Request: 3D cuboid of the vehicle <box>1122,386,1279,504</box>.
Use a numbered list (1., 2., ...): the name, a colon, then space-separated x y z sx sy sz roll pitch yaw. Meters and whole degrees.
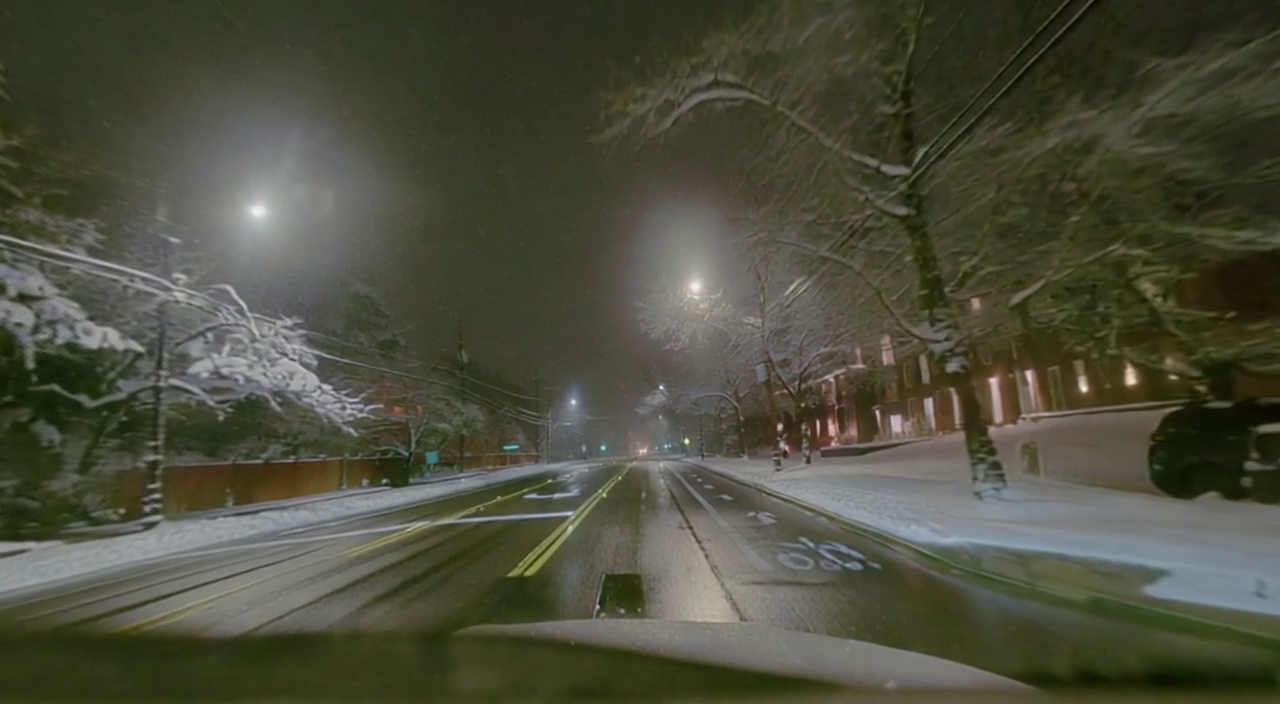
1. vehicle: 10.935 1.406 9.608 2.187 1.786 5.323 2 -9 -16
